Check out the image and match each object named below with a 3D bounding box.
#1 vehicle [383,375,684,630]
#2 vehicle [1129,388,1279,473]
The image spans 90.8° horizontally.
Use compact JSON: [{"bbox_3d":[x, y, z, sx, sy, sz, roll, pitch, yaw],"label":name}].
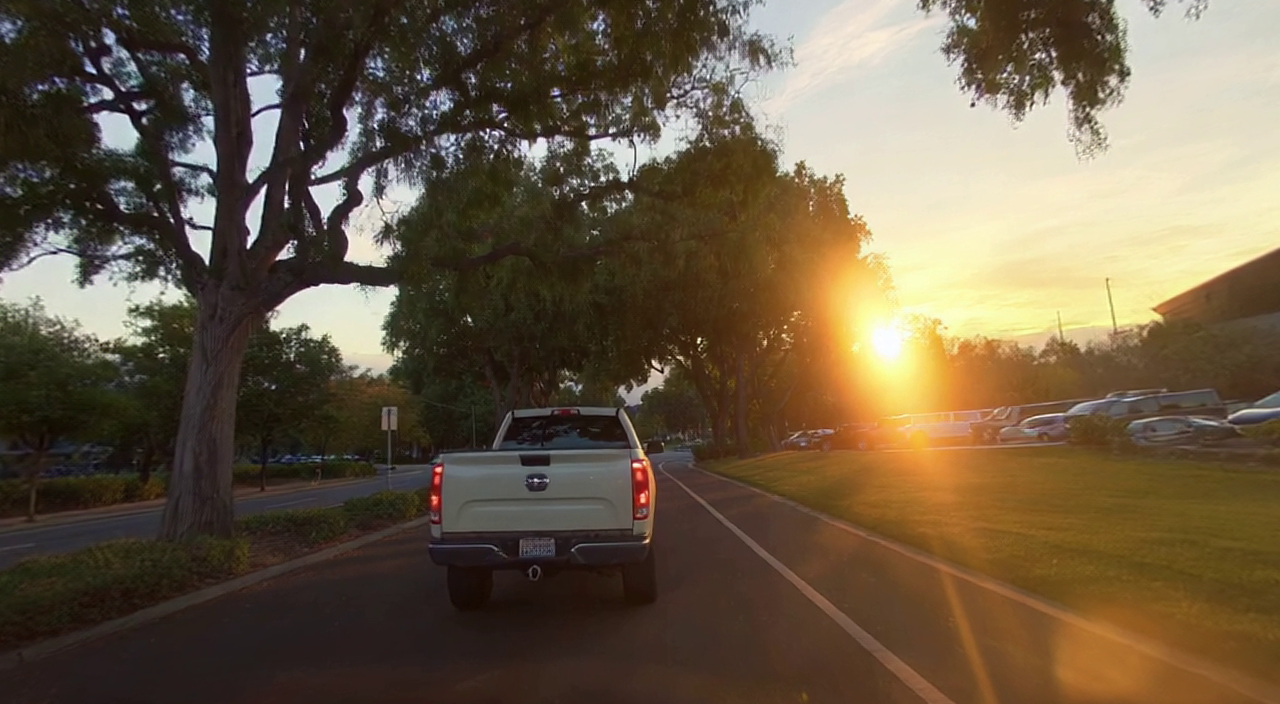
[{"bbox_3d":[-0.690,1.444,7.128,2.157,1.816,5.039,0,-8,2],"label":"vehicle"},{"bbox_3d":[11.880,1.418,11.473,4.298,1.392,1.944,-1,-8,2],"label":"vehicle"}]
